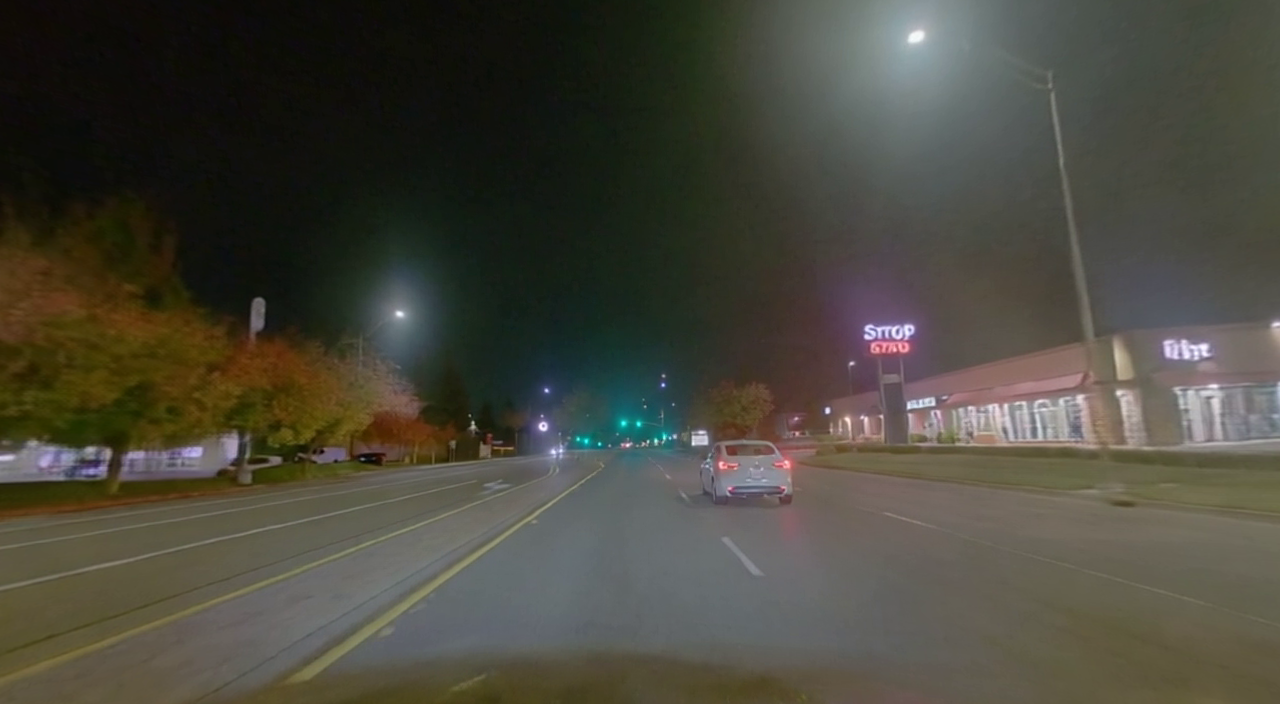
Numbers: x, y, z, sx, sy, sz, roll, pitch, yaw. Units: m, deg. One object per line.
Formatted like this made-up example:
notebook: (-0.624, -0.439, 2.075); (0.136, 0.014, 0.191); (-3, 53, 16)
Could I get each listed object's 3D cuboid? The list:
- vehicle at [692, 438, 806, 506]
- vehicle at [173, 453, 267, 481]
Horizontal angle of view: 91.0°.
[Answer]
vehicle: (2.572, 2.954, 15.999); (2.015, 1.479, 4.444); (0, -8, -1)
vehicle: (-28.214, 7.727, 42.488); (5.029, 1.760, 2.153); (5, -10, -30)
